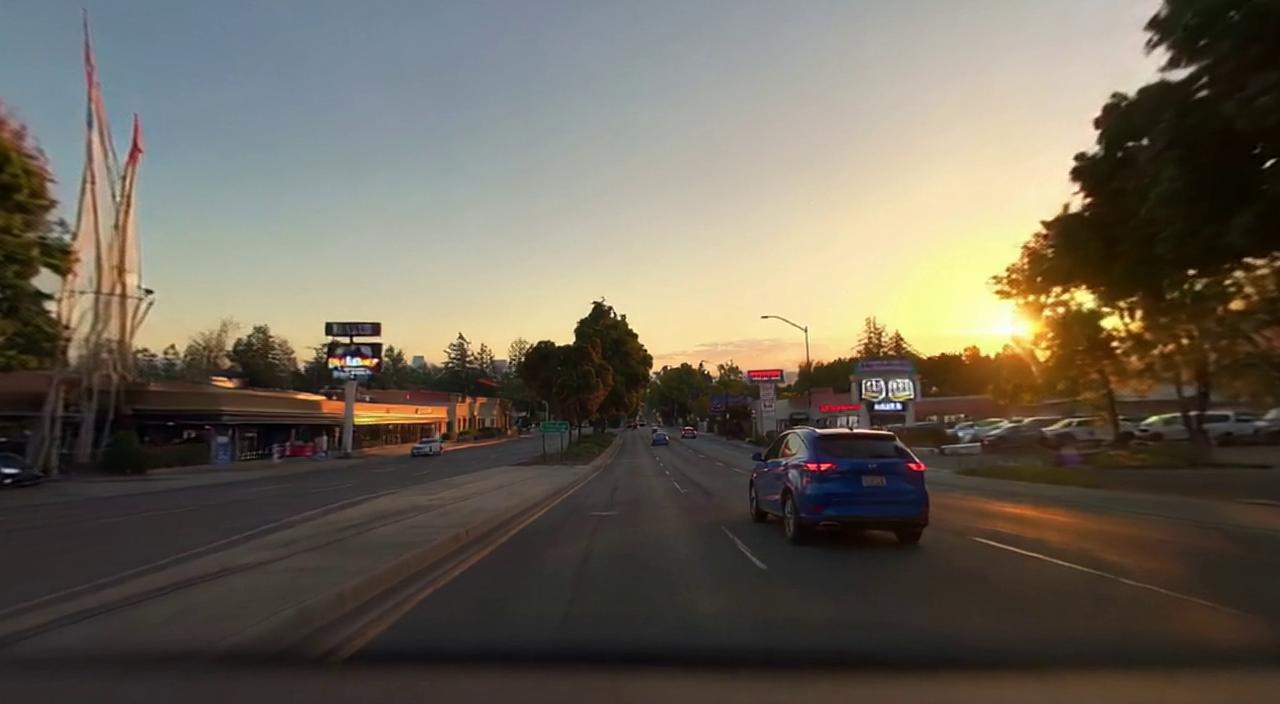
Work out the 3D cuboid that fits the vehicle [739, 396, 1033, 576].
[{"bbox_3d":[2.825,1.680,8.685,2.130,1.790,4.615,0,-8,-1],"label":"vehicle"}]
